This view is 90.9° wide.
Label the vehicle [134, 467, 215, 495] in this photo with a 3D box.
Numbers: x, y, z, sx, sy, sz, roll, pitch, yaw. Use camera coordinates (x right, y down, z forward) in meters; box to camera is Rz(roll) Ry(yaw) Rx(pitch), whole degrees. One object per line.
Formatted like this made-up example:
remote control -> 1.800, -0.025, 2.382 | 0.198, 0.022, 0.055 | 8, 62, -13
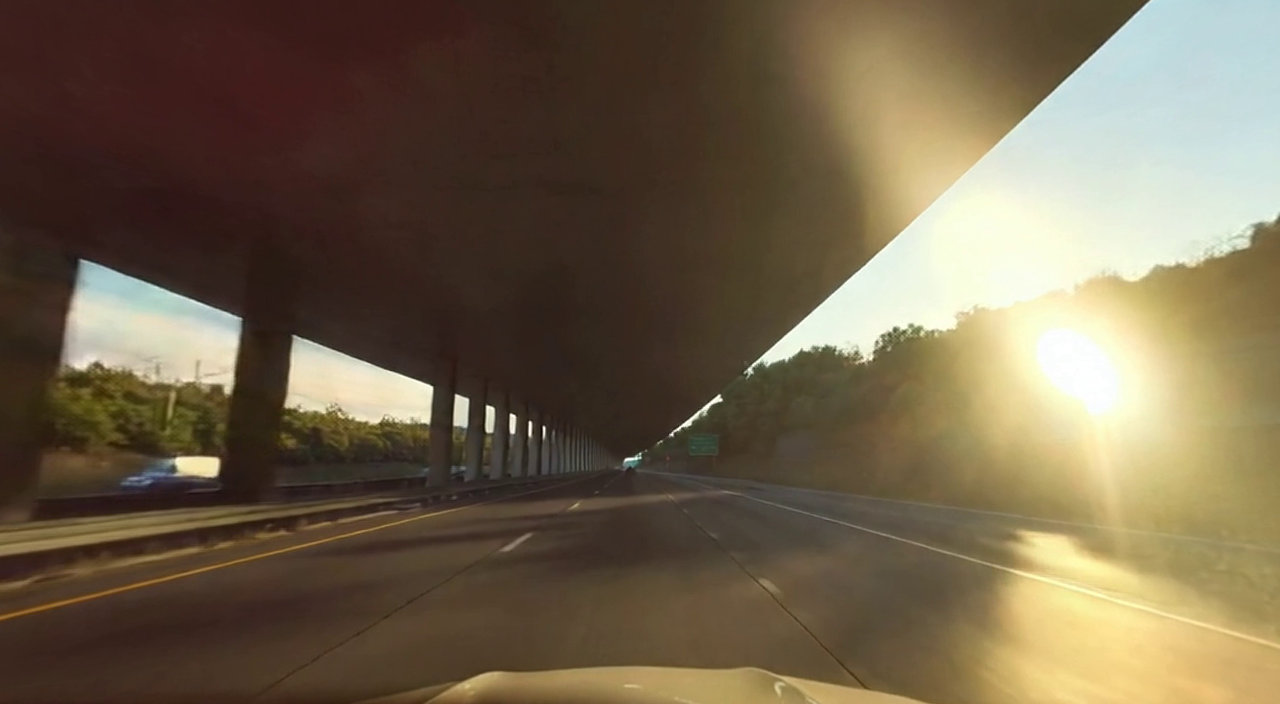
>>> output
vehicle -> -26.970, 7.462, 36.649 | 1.754, 1.494, 3.694 | 1, -10, 0
